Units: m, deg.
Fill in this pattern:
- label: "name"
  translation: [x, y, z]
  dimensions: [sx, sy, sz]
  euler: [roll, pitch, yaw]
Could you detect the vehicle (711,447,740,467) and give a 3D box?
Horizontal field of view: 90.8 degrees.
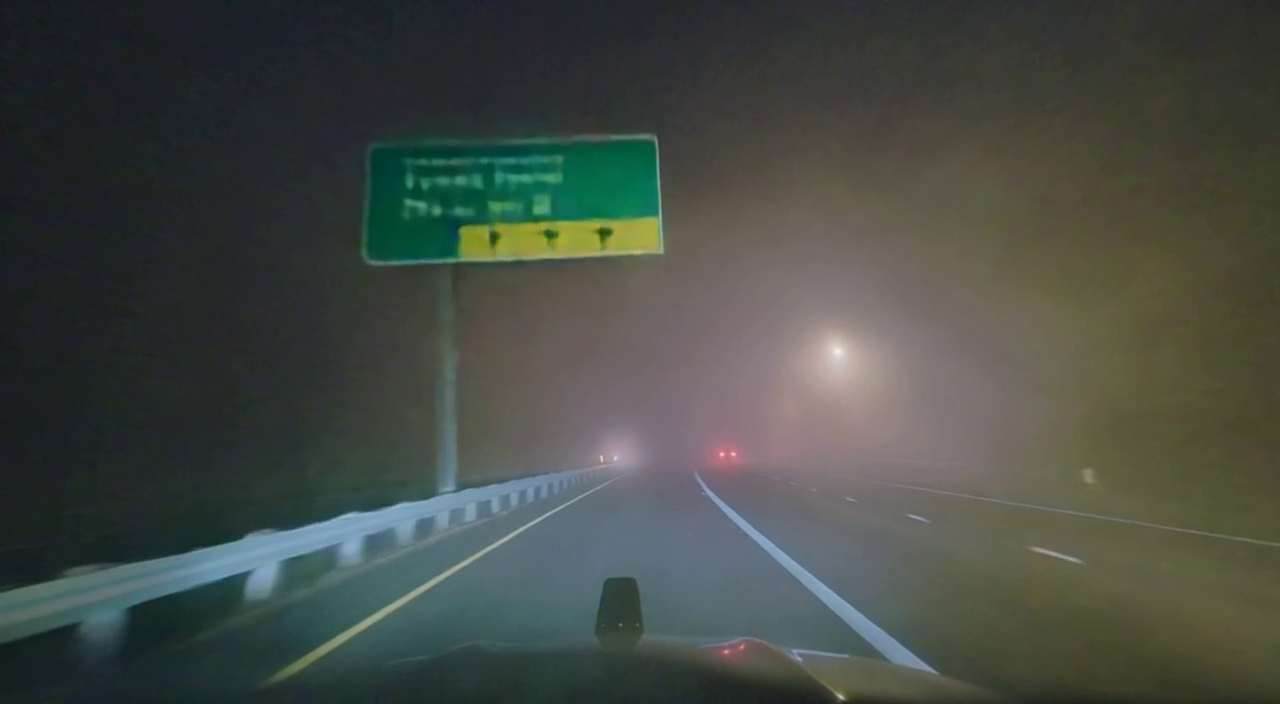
- label: "vehicle"
  translation: [6.638, 8.177, 49.430]
  dimensions: [1.874, 1.506, 4.116]
  euler: [-1, -9, 4]
